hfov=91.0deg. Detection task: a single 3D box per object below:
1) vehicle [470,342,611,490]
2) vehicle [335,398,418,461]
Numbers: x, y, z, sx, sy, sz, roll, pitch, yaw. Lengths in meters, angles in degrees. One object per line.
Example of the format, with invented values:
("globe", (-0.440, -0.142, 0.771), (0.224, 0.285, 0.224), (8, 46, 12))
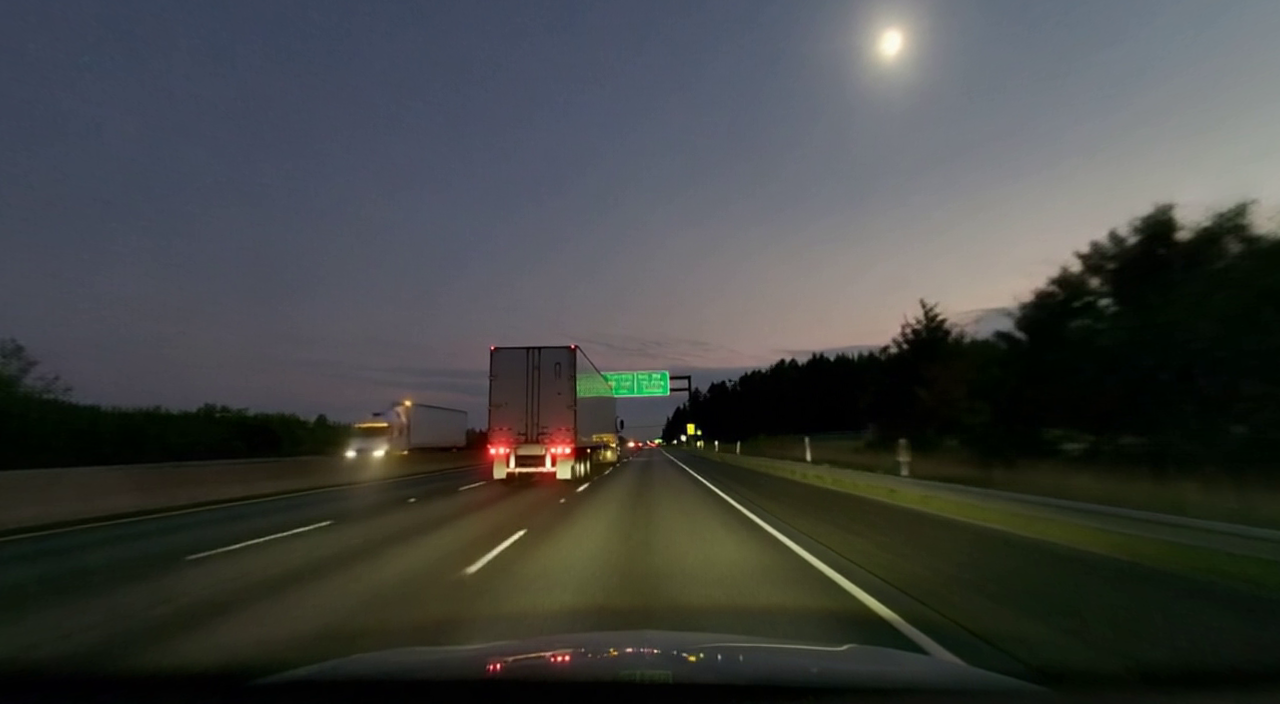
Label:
("vehicle", (-3.033, 2.771, 24.386), (2.947, 4.051, 14.256), (0, -8, 1))
("vehicle", (-17.802, 5.349, 42.951), (2.973, 3.958, 5.603), (0, -8, 1))
